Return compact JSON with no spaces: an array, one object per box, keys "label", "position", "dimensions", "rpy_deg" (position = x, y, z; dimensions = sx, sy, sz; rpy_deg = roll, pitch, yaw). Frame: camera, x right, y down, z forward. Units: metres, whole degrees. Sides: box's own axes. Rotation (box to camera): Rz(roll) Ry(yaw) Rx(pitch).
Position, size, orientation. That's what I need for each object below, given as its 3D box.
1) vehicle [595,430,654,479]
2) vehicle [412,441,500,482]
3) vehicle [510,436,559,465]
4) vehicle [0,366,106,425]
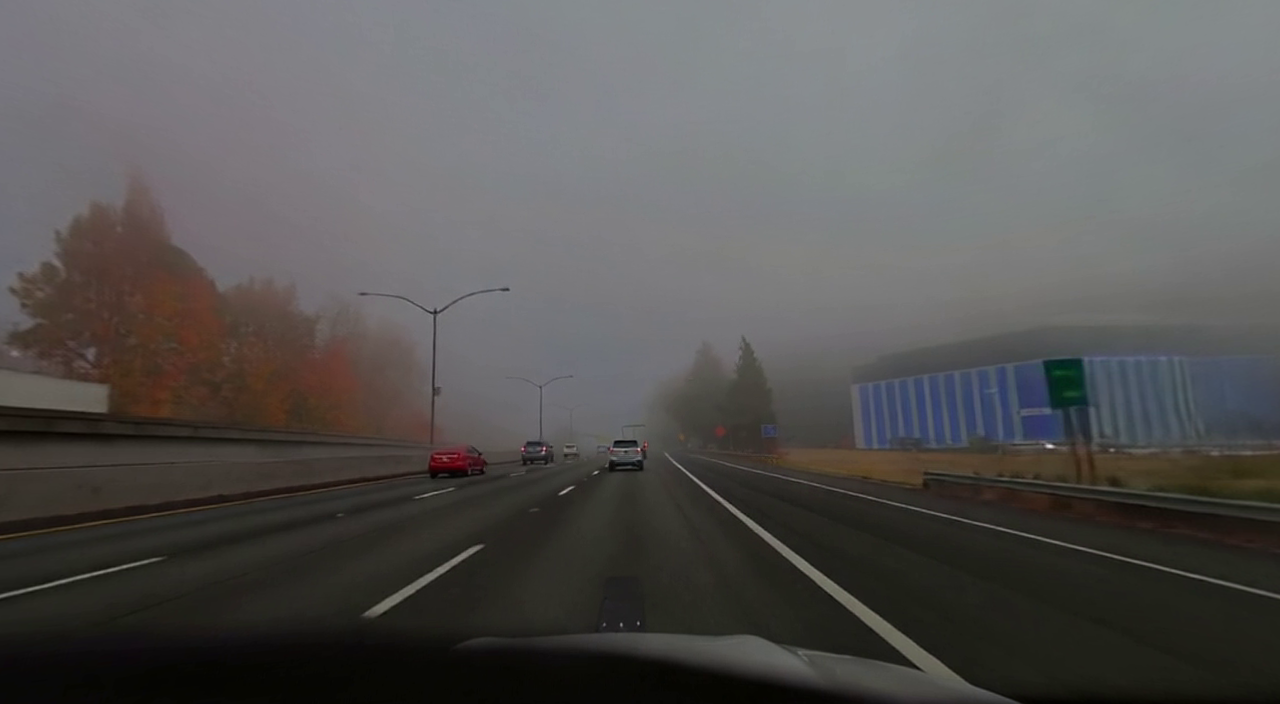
[{"label":"vehicle","position":[-0.602,4.290,26.643],"dimensions":[2.245,1.863,4.801],"rpy_deg":[0,-9,0]},{"label":"vehicle","position":[-7.345,4.398,25.687],"dimensions":[2.074,1.495,4.643],"rpy_deg":[0,-9,1]},{"label":"vehicle","position":[-7.278,6.905,44.229],"dimensions":[2.328,1.927,5.880],"rpy_deg":[0,-9,1]},{"label":"vehicle","position":[-43.689,2.843,41.958],"dimensions":[2.869,3.629,16.798],"rpy_deg":[1,-8,-5]}]
